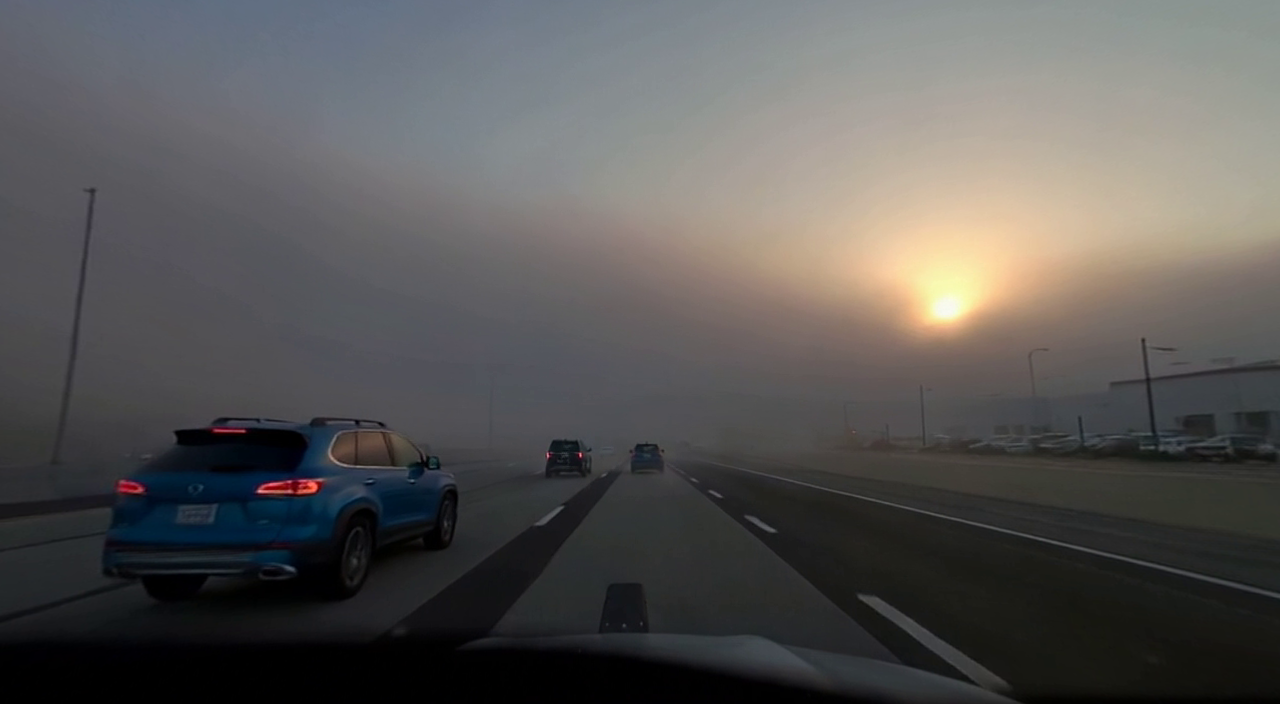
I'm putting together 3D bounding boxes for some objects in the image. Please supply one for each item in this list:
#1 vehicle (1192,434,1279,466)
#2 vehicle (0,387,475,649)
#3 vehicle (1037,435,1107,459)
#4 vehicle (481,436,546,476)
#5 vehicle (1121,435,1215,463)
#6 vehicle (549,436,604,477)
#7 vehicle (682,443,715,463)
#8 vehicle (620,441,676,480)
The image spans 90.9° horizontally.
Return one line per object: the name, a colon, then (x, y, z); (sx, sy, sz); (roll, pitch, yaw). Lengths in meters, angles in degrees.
vehicle: (30.021, 4.824, 31.217); (1.743, 1.467, 4.058); (0, -8, 2)
vehicle: (-3.290, 1.399, 6.388); (1.961, 1.687, 4.453); (0, -8, 1)
vehicle: (30.402, 6.694, 44.540); (1.843, 1.626, 4.378); (0, -8, 1)
vehicle: (-6.129, 5.097, 31.182); (2.125, 1.804, 4.864); (0, -8, 1)
vehicle: (30.104, 5.541, 36.144); (1.749, 1.454, 4.210); (0, -8, 0)
vehicle: (-2.845, 4.806, 29.234); (2.007, 1.730, 4.412); (0, -8, 1)
vehicle: (4.412, 7.668, 48.051); (1.980, 1.492, 4.442); (0, -8, -1)
vehicle: (0.324, 4.382, 25.781); (2.090, 1.474, 3.970); (0, -8, 0)
